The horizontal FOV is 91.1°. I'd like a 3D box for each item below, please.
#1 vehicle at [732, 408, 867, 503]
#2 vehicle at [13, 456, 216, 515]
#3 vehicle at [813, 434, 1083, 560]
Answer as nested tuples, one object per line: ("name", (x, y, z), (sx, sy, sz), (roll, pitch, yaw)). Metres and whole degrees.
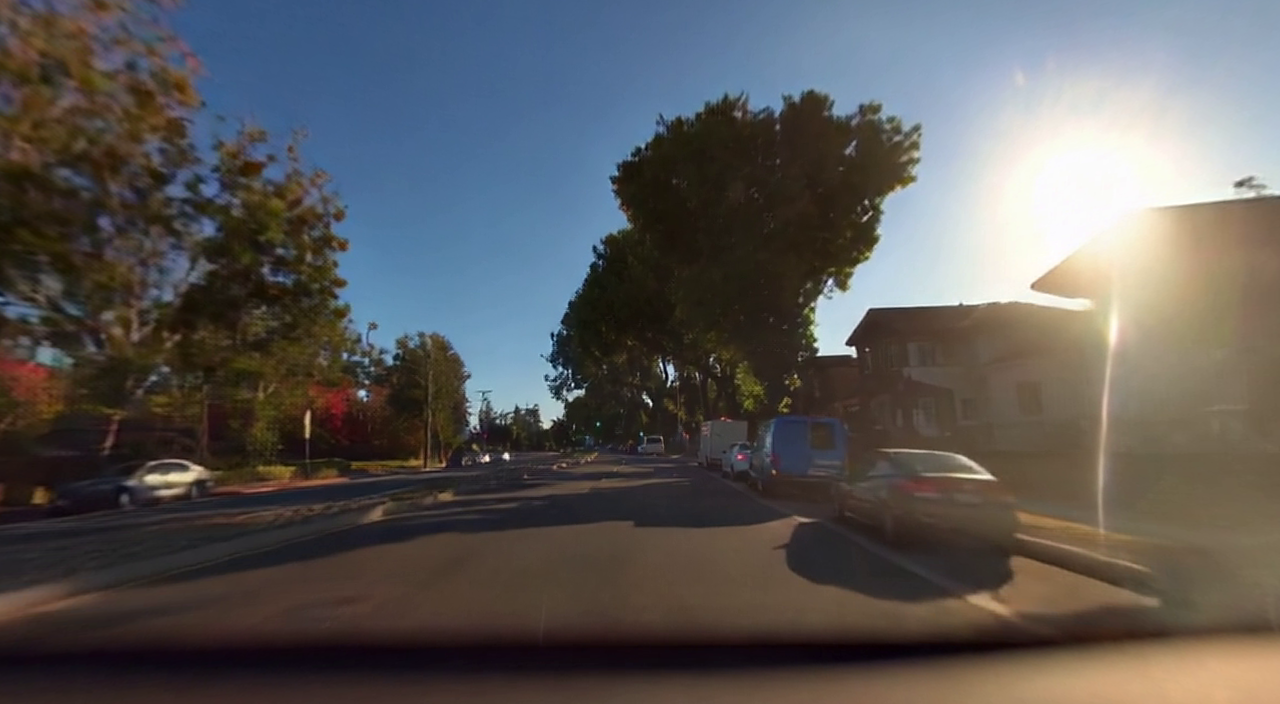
("vehicle", (4.105, 2.827, 17.475), (2.293, 2.171, 5.871), (0, -9, 1))
("vehicle", (-15.289, 3.855, 18.704), (1.944, 1.454, 4.581), (0, -9, 2))
("vehicle", (4.205, 2.037, 9.611), (1.804, 1.432, 4.594), (0, -9, 0))
